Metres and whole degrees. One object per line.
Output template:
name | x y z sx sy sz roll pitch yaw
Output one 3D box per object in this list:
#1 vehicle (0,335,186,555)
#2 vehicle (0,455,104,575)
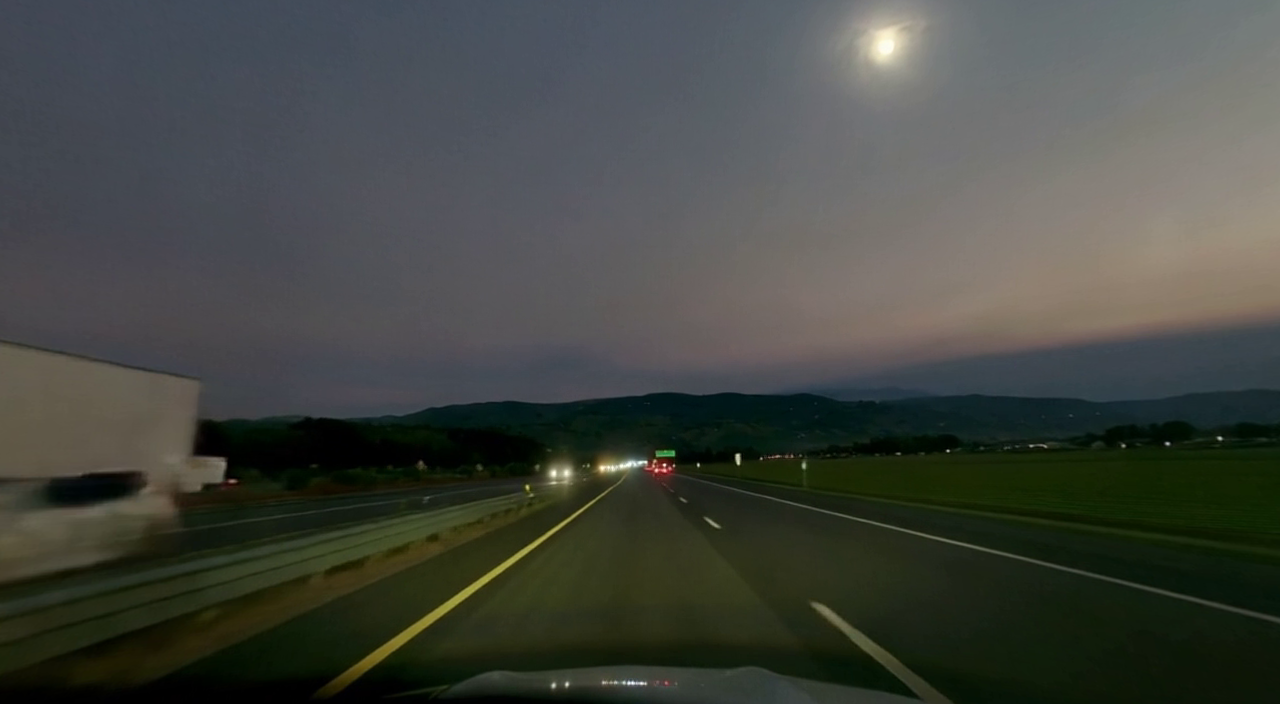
vehicle | -13.634 1.306 9.491 2.865 4.107 14.092 1 -10 0
vehicle | -9.257 1.987 7.512 1.903 1.543 4.233 1 -10 0
